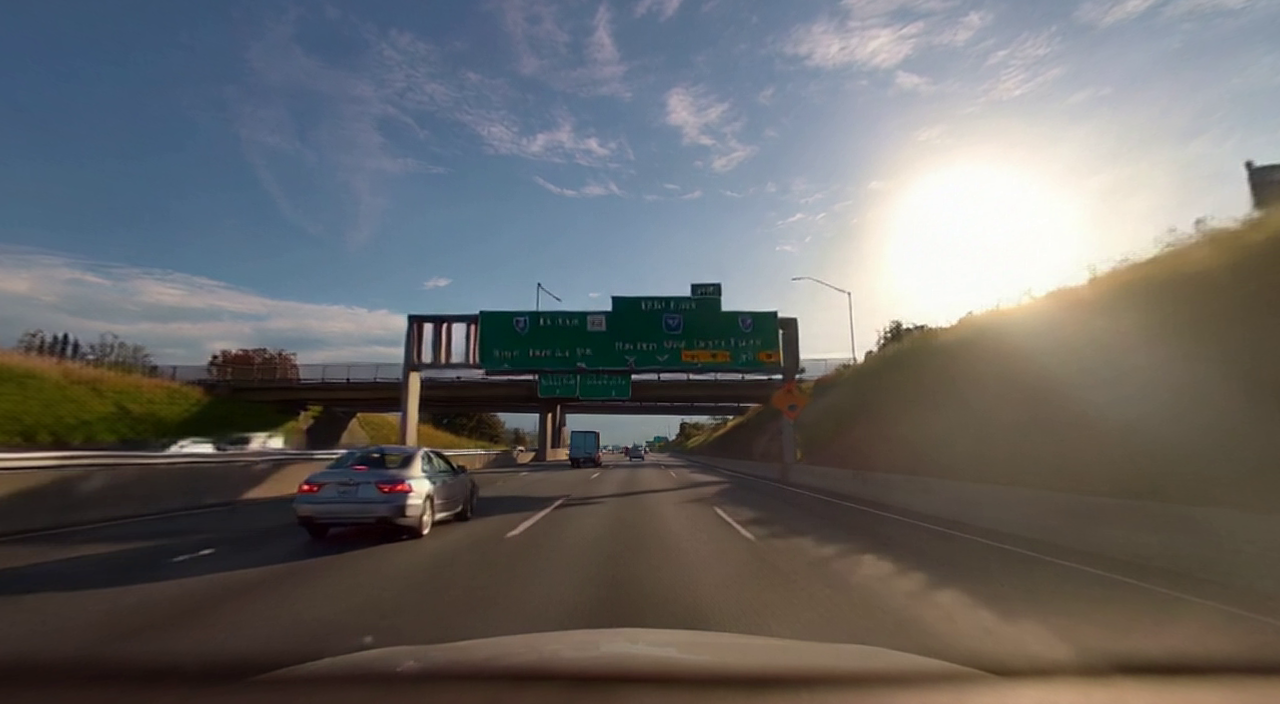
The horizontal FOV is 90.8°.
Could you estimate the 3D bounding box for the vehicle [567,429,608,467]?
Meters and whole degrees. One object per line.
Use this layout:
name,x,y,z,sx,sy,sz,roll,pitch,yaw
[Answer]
vehicle,-3.568,6.660,43.633,2.290,2.453,5.561,0,-9,1

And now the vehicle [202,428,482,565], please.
vehicle,-3.675,1.846,8.733,1.924,1.436,3.915,0,-9,1
